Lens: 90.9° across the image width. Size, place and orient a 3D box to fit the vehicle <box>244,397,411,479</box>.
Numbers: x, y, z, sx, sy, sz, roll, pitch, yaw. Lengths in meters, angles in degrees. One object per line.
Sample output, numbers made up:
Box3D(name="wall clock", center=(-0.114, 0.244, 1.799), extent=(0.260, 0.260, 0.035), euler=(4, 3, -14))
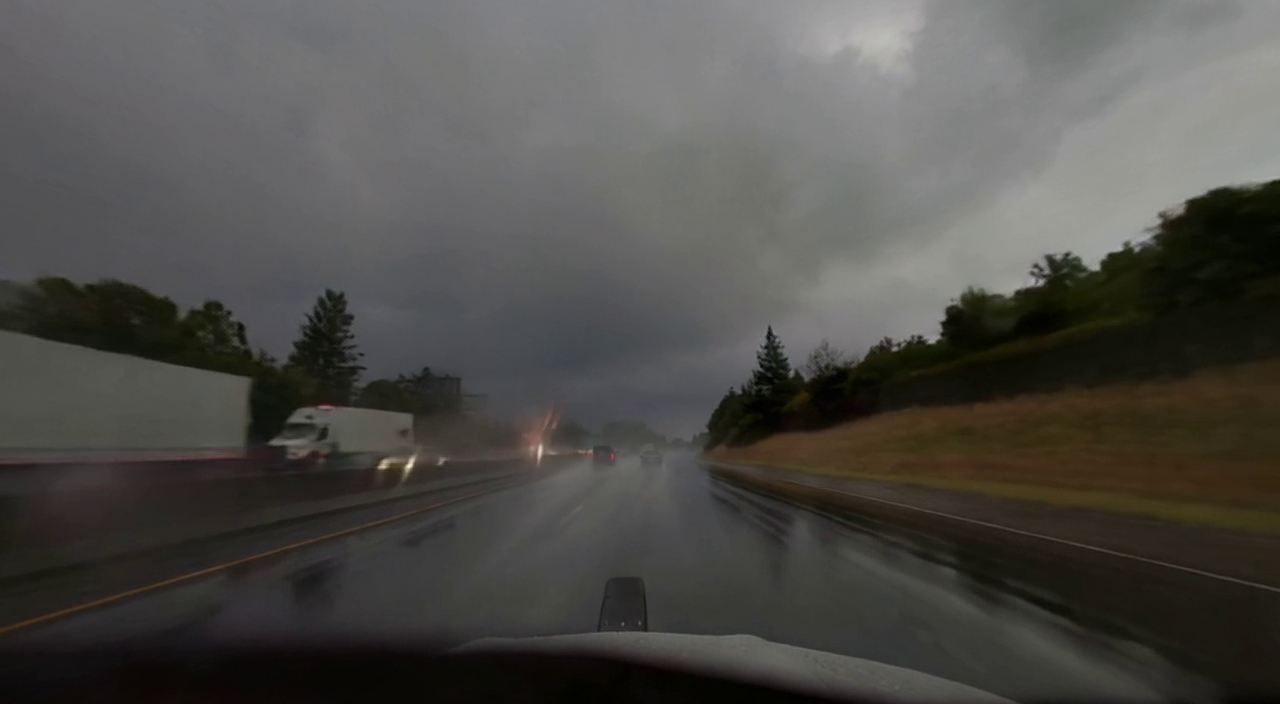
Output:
Box3D(name="vehicle", center=(-18.505, 5.484, 39.262), extent=(2.883, 4.113, 14.175), euler=(0, -9, 1))

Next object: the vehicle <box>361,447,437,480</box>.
Box3D(name="vehicle", center=(-11.482, 5.330, 30.363), extent=(2.007, 1.490, 4.119), euler=(0, -9, 1))

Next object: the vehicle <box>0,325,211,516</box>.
Box3D(name="vehicle", center=(-15.396, 1.356, 12.872), extent=(2.870, 4.109, 14.317), euler=(0, -9, 1))
